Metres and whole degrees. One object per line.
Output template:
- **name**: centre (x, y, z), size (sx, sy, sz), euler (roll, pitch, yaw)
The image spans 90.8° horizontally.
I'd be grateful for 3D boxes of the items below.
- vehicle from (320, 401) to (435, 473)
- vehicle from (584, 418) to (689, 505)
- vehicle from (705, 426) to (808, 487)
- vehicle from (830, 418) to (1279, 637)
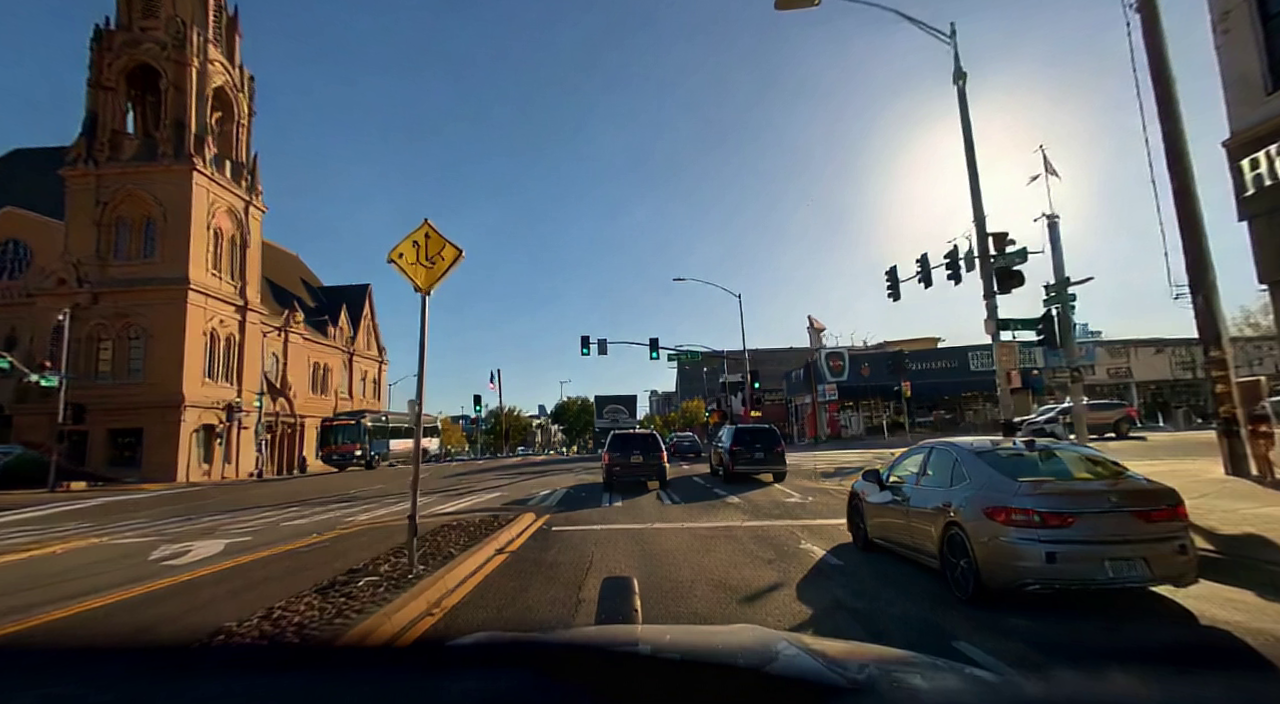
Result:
- **vehicle**: centre (-15.346, 5.142, 37.932), size (3.126, 3.773, 8.662), euler (0, -8, 0)
- **vehicle**: centre (-0.176, 2.576, 15.204), size (2.168, 1.776, 4.135), euler (0, -8, -3)
- **vehicle**: centre (3.122, 2.918, 17.883), size (1.890, 1.491, 4.166), euler (0, -8, -4)
- **vehicle**: centre (3.651, 1.525, 6.592), size (1.883, 1.472, 4.471), euler (0, -8, -1)
